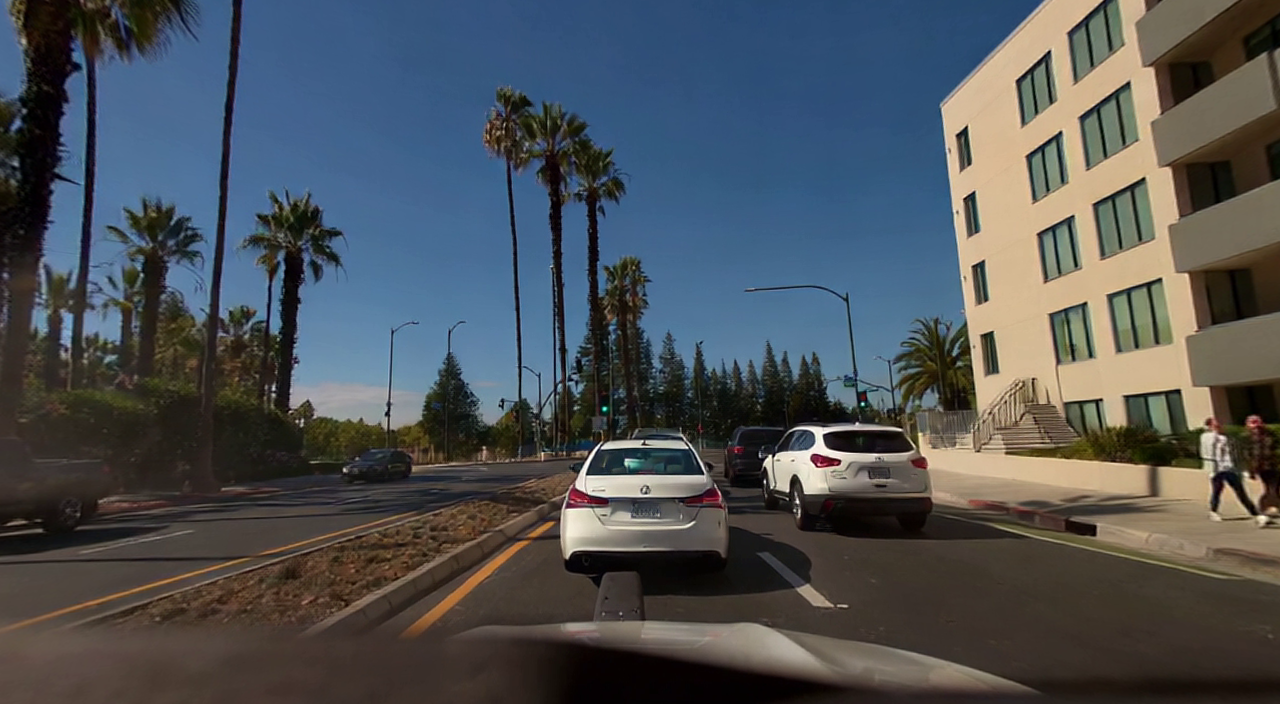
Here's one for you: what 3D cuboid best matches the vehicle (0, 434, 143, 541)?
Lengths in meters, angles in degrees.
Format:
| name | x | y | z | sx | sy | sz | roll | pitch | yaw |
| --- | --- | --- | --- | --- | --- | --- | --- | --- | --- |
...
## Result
| name | x | y | z | sx | sy | sz | roll | pitch | yaw |
| --- | --- | --- | --- | --- | --- | --- | --- | --- | --- |
| vehicle | -13.050 | 2.717 | 12.280 | 2.240 | 1.964 | 5.707 | -6 | -8 | 0 |

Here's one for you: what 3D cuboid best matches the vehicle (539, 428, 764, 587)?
| name | x | y | z | sx | sy | sz | roll | pitch | yaw |
| --- | --- | --- | --- | --- | --- | --- | --- | --- | --- |
| vehicle | 0.148 | 1.750 | 7.938 | 2.088 | 1.452 | 3.993 | 0 | -8 | 1 |

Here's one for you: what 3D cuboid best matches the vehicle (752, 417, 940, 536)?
| name | x | y | z | sx | sy | sz | roll | pitch | yaw |
| --- | --- | --- | --- | --- | --- | --- | --- | --- | --- |
| vehicle | 3.410 | 2.155 | 11.508 | 2.003 | 1.733 | 4.319 | 0 | -8 | 1 |

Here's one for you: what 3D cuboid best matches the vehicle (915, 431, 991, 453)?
| name | x | y | z | sx | sy | sz | roll | pitch | yaw |
| --- | --- | --- | --- | --- | --- | --- | --- | --- | --- |
| vehicle | 22.753 | 6.551 | 46.001 | 4.479 | 1.513 | 2.074 | 1 | -9 | -7 |

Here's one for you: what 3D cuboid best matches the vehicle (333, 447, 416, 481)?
| name | x | y | z | sx | sy | sz | roll | pitch | yaw |
| --- | --- | --- | --- | --- | --- | --- | --- | --- | --- |
| vehicle | -13.176 | 5.565 | 31.707 | 1.965 | 1.507 | 4.725 | -1 | -8 | 2 |
